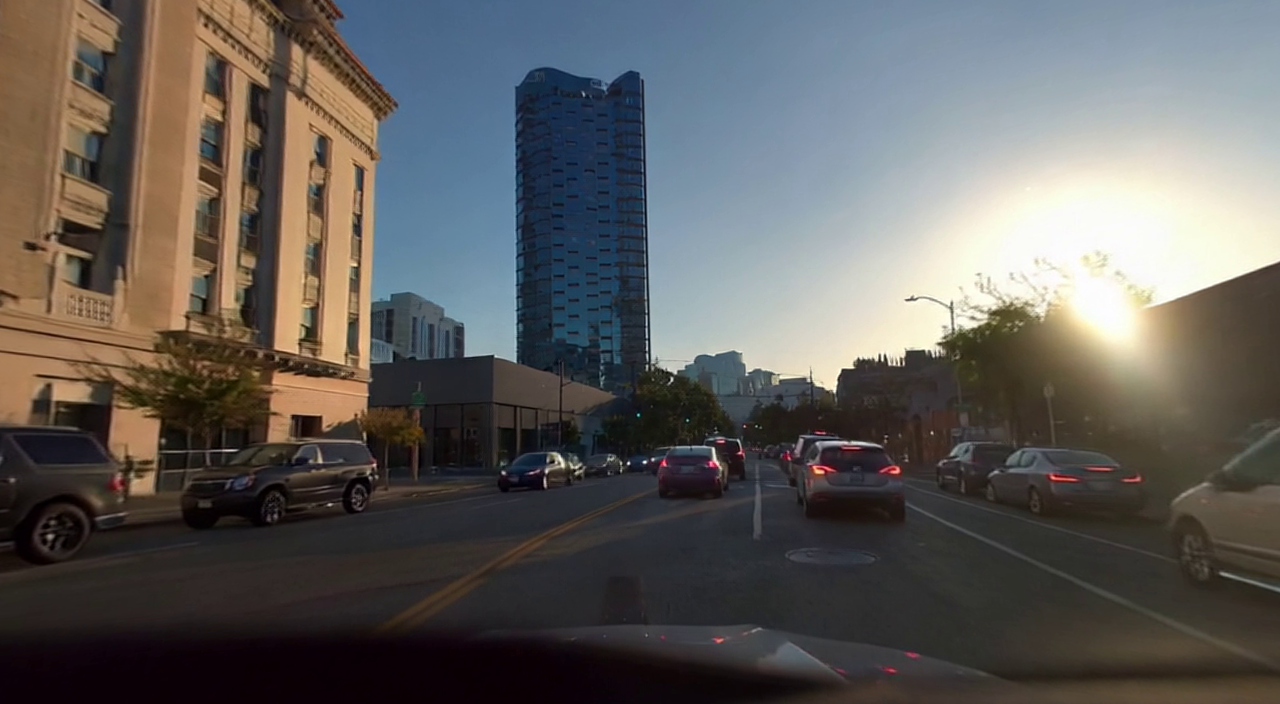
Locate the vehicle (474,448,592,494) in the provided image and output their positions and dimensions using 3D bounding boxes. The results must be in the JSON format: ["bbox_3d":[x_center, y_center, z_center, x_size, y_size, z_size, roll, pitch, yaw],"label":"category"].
[{"bbox_3d":[-3.820,4.313,23.321,1.928,1.503,4.322,-5,-10,31],"label":"vehicle"}]

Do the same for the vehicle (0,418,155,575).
[{"bbox_3d":[-8.788,1.664,7.111,2.070,1.854,4.985,-2,-9,11],"label":"vehicle"}]

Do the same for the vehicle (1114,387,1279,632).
[{"bbox_3d":[5.717,1.137,4.451,2.088,1.775,4.454,-2,-9,14],"label":"vehicle"}]

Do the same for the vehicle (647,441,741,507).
[{"bbox_3d":[1.507,3.051,16.227,2.031,1.461,3.763,-2,-9,11],"label":"vehicle"}]

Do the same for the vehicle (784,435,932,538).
[{"bbox_3d":[3.760,2.338,11.668,1.982,1.510,4.144,-2,-9,11],"label":"vehicle"}]

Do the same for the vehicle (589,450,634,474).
[{"bbox_3d":[-1.864,7.333,42.281,2.040,1.492,4.318,-2,-9,11],"label":"vehicle"}]

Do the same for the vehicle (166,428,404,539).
[{"bbox_3d":[-7.375,2.709,13.713,1.934,1.770,4.546,-9,-10,12],"label":"vehicle"}]

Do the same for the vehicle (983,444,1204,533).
[{"bbox_3d":[9.156,2.716,13.364,1.901,1.500,4.729,-2,-9,11],"label":"vehicle"}]
